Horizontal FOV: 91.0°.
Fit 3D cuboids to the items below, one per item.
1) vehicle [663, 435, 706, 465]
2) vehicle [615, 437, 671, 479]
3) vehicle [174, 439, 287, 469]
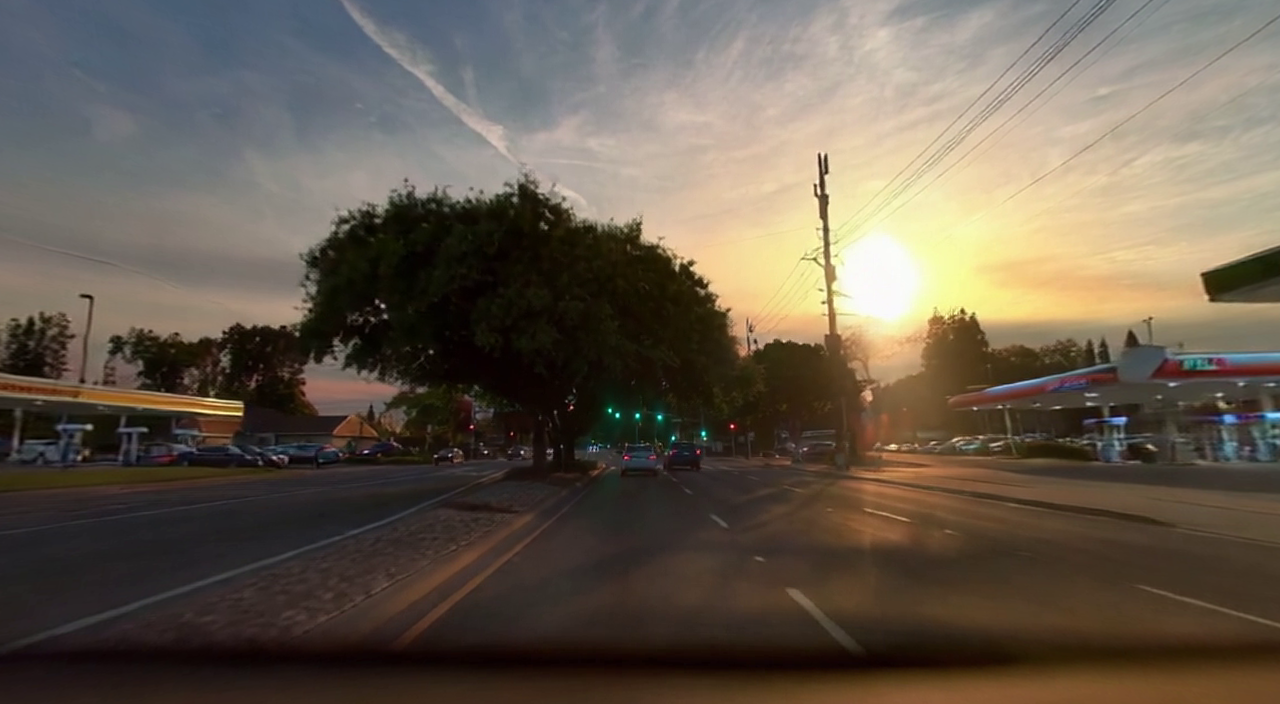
[{"bbox_3d":[3.203,7.280,46.988,2.731,2.101,6.047,1,-8,-1],"label":"vehicle"},{"bbox_3d":[0.107,4.343,26.127,2.145,1.572,4.021,1,-8,-1],"label":"vehicle"},{"bbox_3d":[-27.089,6.801,41.979,6.027,1.805,2.010,3,-11,-26],"label":"vehicle"}]
